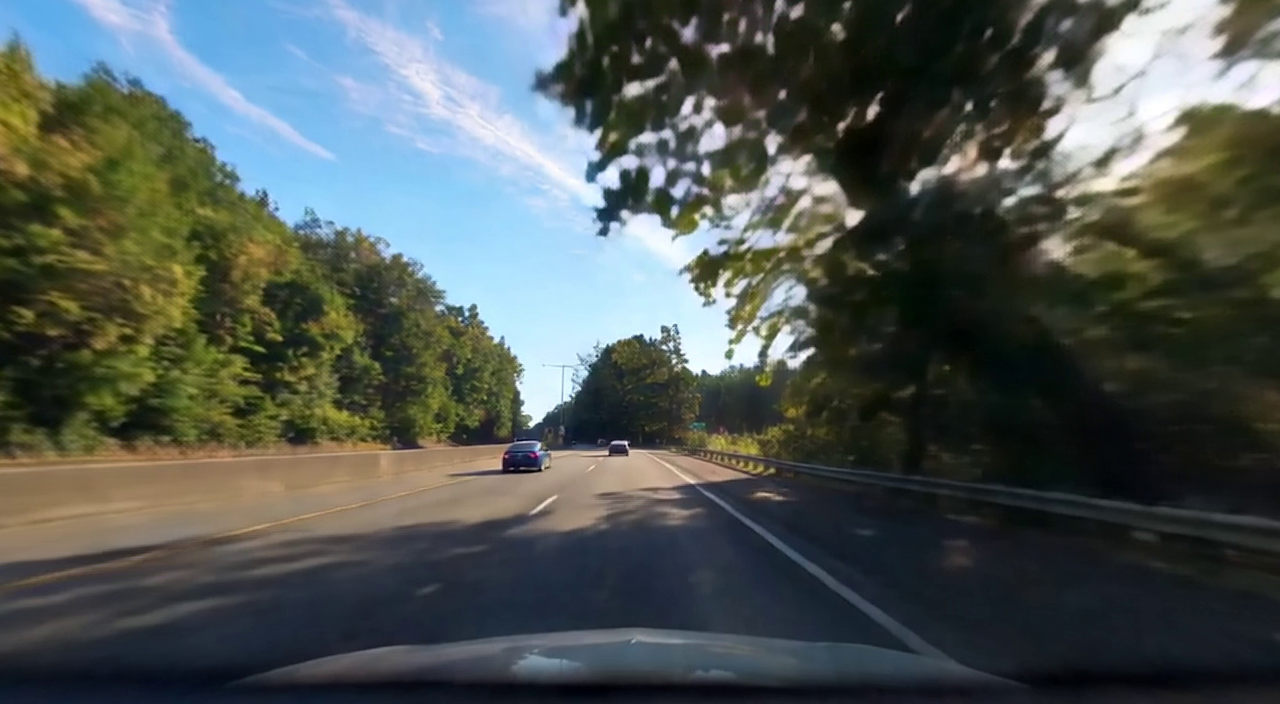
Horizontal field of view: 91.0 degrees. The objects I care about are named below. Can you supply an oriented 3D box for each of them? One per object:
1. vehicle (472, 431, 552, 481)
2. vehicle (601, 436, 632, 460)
[{"bbox_3d":[-4.621,3.819,23.426,2.111,1.645,4.382,0,-8,0],"label":"vehicle"},{"bbox_3d":[-1.689,7.073,46.546,2.159,1.670,4.395,0,-8,-1],"label":"vehicle"}]
